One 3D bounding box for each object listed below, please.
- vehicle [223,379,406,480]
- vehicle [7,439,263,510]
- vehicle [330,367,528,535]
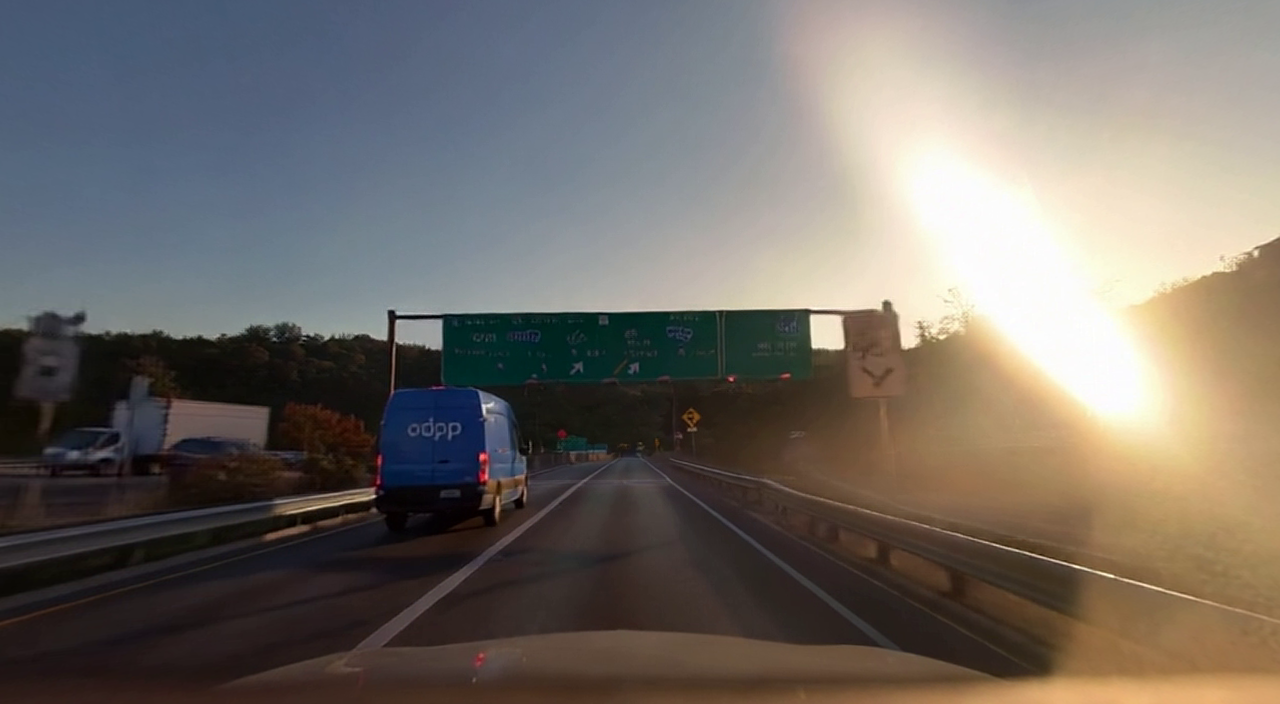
[{"bbox_3d":[-14.715,3.598,28.153,8.365,3.958,3.166,-6,-10,31],"label":"vehicle"},{"bbox_3d":[-12.151,2.943,15.486,4.396,1.557,1.952,2,-9,-15],"label":"vehicle"},{"bbox_3d":[-3.953,2.098,13.520,2.463,2.640,7.034,1,-9,-6],"label":"vehicle"}]
